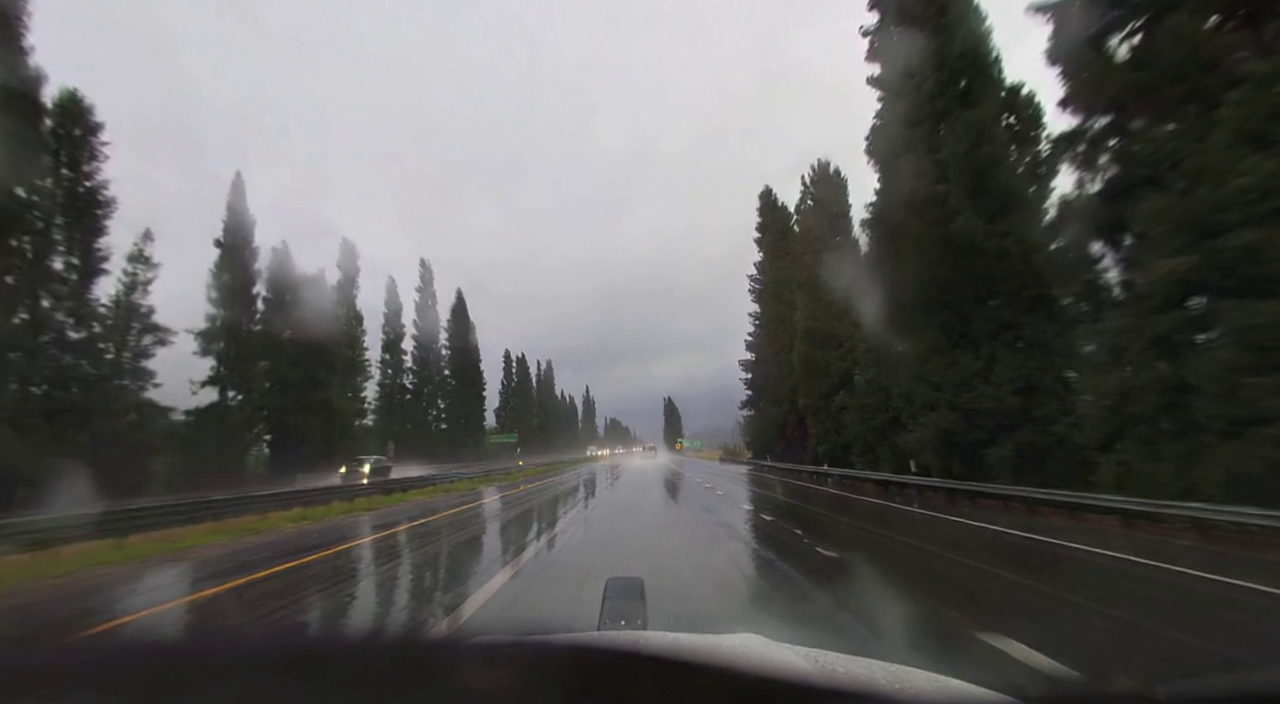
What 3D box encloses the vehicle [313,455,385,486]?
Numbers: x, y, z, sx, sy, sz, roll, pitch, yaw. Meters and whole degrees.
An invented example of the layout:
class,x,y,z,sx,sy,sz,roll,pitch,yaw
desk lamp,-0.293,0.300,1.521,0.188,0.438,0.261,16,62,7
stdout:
class,x,y,z,sx,sy,sz,roll,pitch,yaw
vehicle,-17.049,6.941,37.189,2.109,1.696,4.279,0,-9,1
